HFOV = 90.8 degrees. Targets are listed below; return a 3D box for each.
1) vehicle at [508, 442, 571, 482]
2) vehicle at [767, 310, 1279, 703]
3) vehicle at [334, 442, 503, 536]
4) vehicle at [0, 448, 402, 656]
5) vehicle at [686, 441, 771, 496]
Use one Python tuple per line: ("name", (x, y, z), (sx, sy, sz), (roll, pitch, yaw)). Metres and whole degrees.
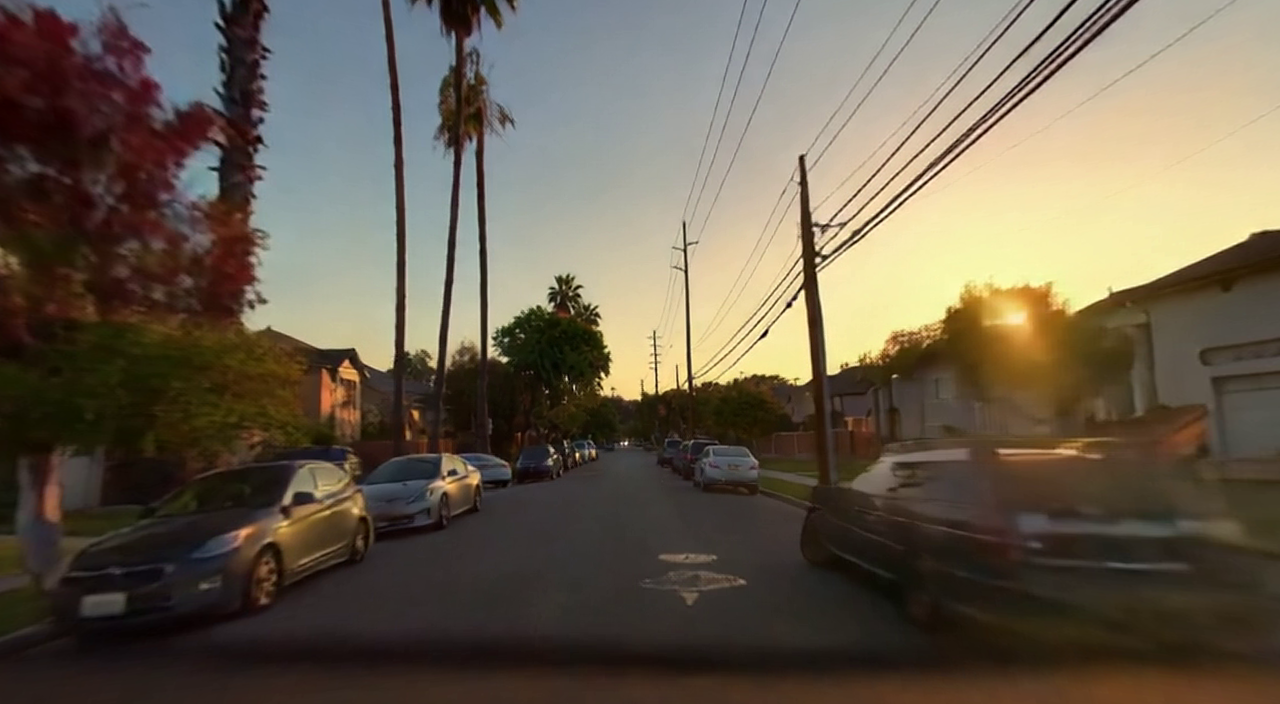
("vehicle", (-4.516, 5.019, 29.134), (2.123, 1.636, 4.481), (0, -8, 0))
("vehicle", (2.858, 1.163, 5.566), (2.292, 1.981, 5.277), (0, -8, -1))
("vehicle", (-4.253, 2.674, 13.085), (1.814, 1.548, 4.802), (0, -8, -1))
("vehicle", (-4.144, 1.792, 6.743), (1.782, 1.487, 3.974), (0, -8, -2))
("vehicle", (2.526, 3.427, 19.018), (1.881, 1.460, 4.007), (0, -8, -2))
